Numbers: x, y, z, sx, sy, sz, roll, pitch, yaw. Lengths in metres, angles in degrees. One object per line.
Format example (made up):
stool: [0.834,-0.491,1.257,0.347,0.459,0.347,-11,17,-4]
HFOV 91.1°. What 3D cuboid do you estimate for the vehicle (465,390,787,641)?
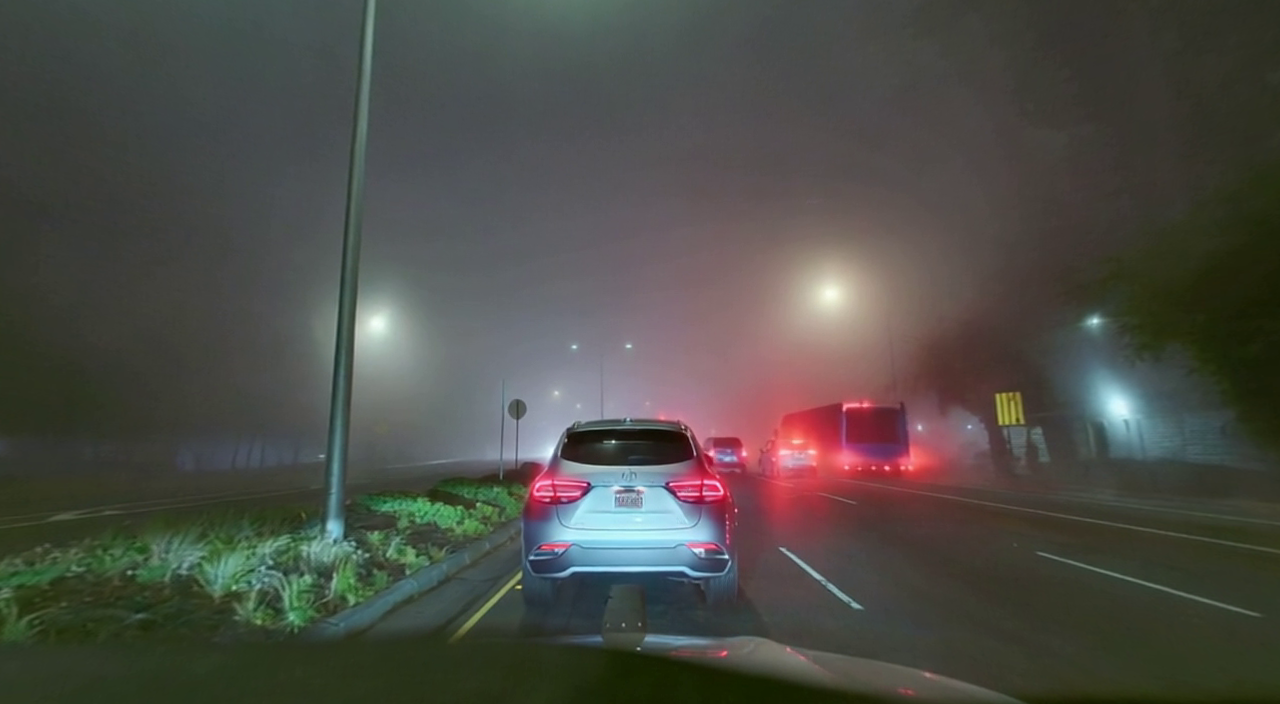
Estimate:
vehicle: [-0.111,1.409,6.365,2.172,1.694,4.055,0,-8,-1]

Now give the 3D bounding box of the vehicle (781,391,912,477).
vehicle: [10.876,4.646,34.888,3.025,3.993,11.243,0,-9,-2]

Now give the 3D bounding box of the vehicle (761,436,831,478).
vehicle: [7.275,4.946,29.818,2.024,1.810,4.807,0,-8,-1]
